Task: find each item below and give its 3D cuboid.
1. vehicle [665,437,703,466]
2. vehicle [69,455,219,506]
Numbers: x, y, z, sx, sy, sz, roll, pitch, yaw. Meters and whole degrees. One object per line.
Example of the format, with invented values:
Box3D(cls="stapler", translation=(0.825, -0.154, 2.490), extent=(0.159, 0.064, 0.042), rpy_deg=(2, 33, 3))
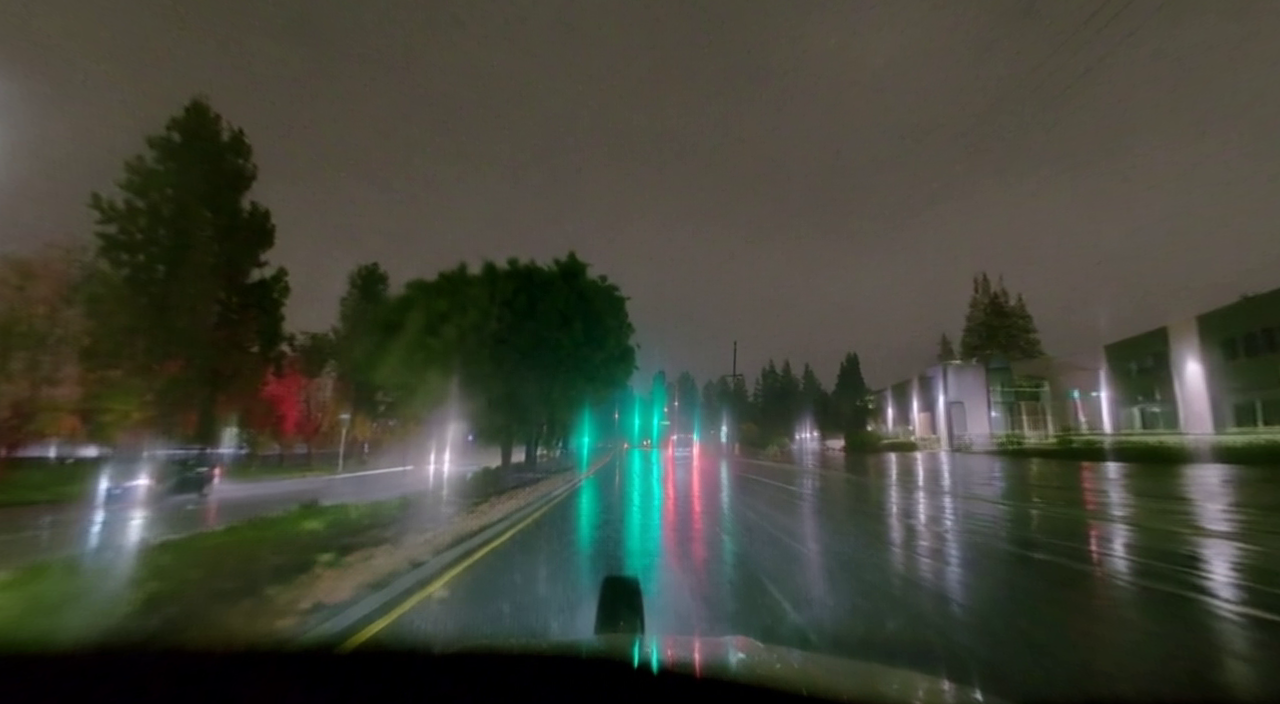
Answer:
Box3D(cls="vehicle", translation=(2.867, 6.698, 42.773), extent=(2.085, 1.828, 5.383), rpy_deg=(0, -8, -1))
Box3D(cls="vehicle", translation=(-16.774, 4.331, 21.667), extent=(1.857, 1.519, 3.969), rpy_deg=(0, -8, 1))
